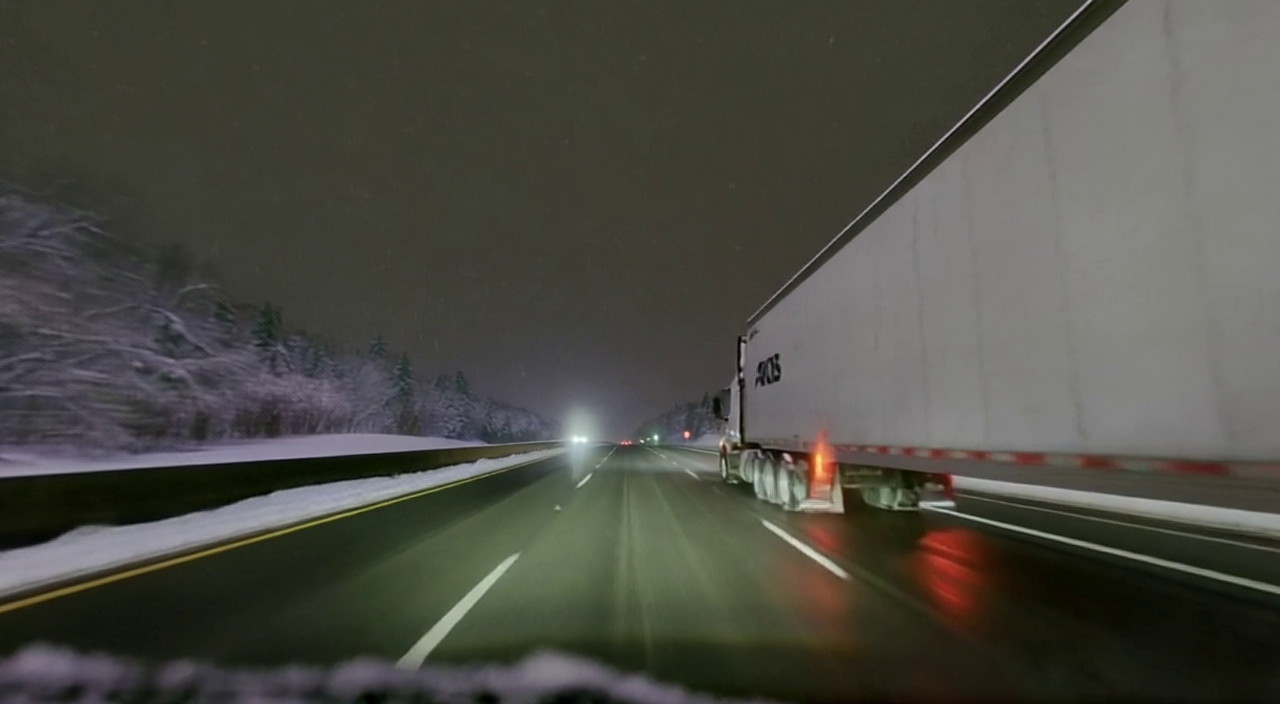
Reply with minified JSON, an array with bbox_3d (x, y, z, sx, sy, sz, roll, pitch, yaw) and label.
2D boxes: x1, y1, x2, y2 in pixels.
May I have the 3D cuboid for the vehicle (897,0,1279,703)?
[{"bbox_3d":[4.394,-0.373,2.354,2.880,3.986,9.103,0,-8,0],"label":"vehicle"}]
